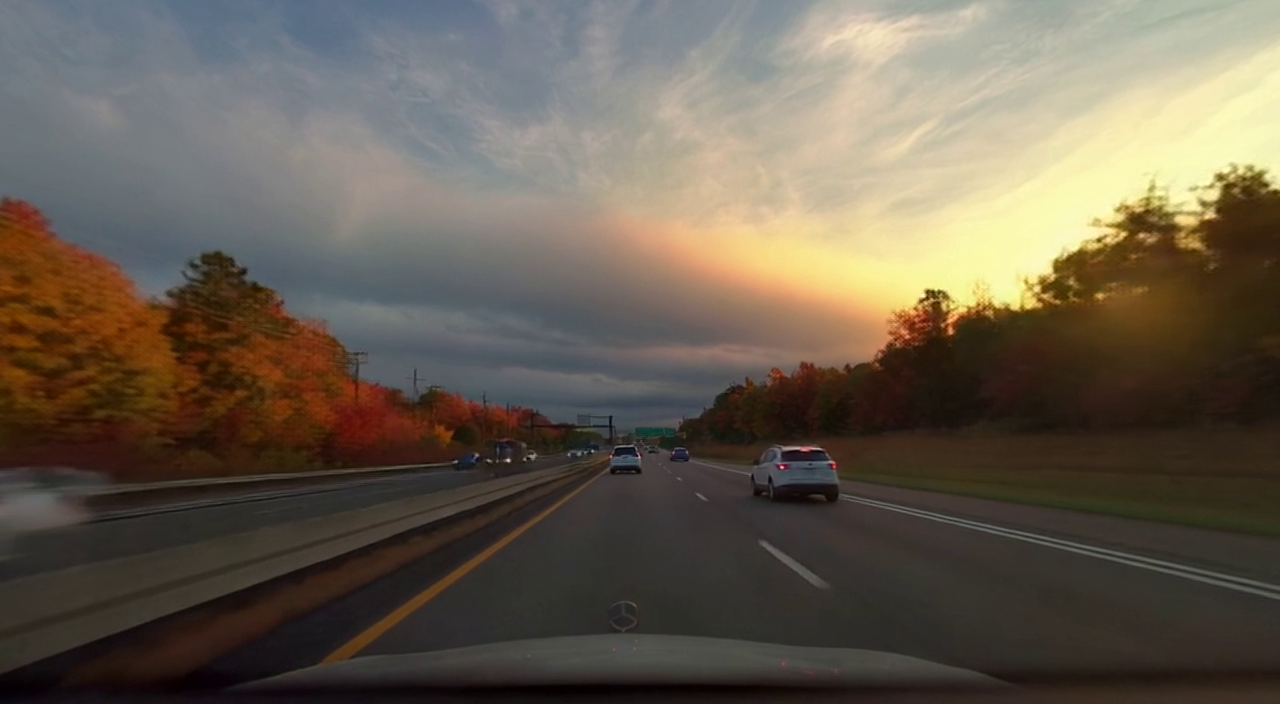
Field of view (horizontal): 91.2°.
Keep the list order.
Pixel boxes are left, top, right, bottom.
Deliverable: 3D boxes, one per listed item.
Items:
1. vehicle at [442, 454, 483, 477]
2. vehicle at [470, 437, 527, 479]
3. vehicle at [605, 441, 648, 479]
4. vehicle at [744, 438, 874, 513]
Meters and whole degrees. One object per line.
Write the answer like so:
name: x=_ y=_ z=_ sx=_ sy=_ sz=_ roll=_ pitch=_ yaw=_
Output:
vehicle: x=-13.422 y=8.578 z=47.657 sx=1.885 sy=1.545 sz=4.338 roll=-1 pitch=-9 yaw=0
vehicle: x=-9.541 y=7.187 z=42.812 sx=2.447 sy=2.609 sz=5.829 roll=-1 pitch=-9 yaw=1
vehicle: x=-0.628 y=5.166 z=30.249 sx=1.937 sy=1.699 sz=3.936 roll=-1 pitch=-9 yaw=0
vehicle: x=3.828 y=2.853 z=15.049 sx=1.843 sy=1.505 sz=4.339 roll=0 pitch=-9 yaw=-1
